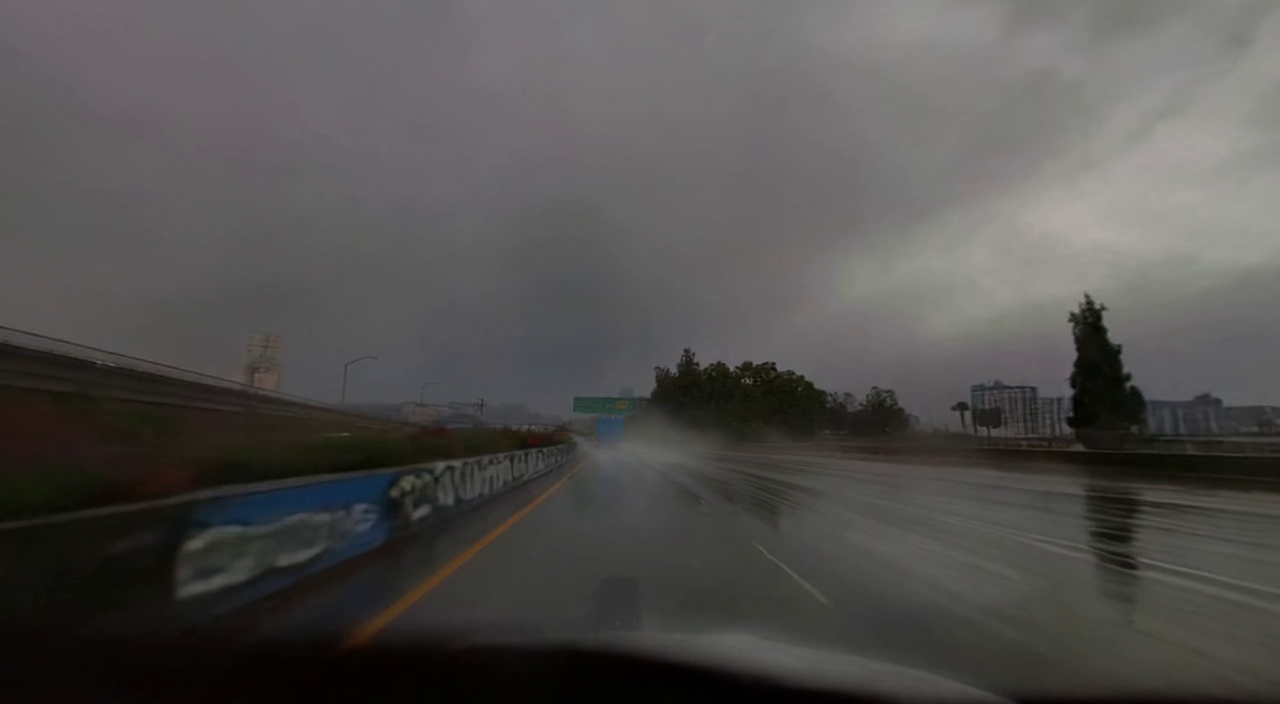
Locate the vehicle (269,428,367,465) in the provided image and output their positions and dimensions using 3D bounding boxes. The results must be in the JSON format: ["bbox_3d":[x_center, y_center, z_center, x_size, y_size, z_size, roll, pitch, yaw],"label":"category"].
[{"bbox_3d":[-14.128,4.159,28.002,2.030,1.500,4.664,0,-8,-2],"label":"vehicle"}]
